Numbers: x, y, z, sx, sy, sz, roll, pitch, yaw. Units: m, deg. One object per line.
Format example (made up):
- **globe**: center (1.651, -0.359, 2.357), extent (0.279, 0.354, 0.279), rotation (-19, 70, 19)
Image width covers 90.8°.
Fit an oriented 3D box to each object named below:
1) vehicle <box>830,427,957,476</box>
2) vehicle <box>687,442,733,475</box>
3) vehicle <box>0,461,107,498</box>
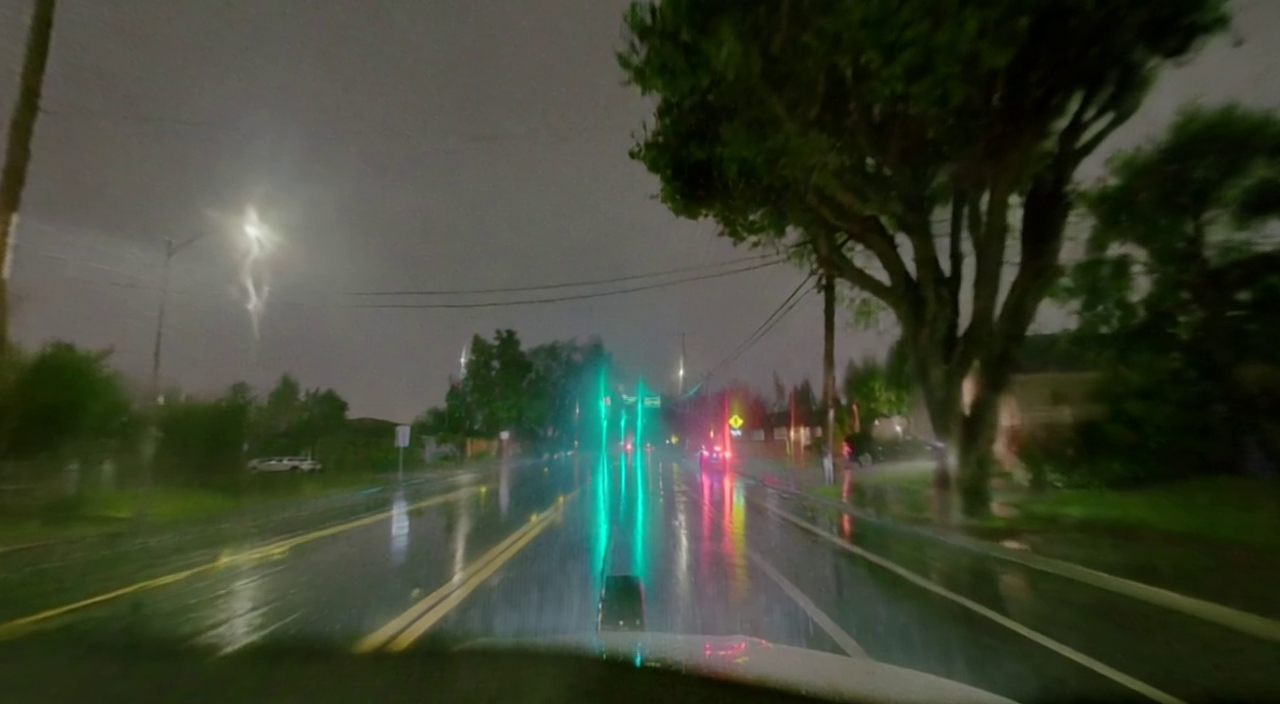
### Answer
- **vehicle**: center (10.184, 4.017, 25.499), extent (4.434, 1.730, 2.081), rotation (-6, -10, 23)
- **vehicle**: center (3.809, 5.899, 35.190), extent (1.900, 1.661, 4.346), rotation (0, -9, -2)
- **vehicle**: center (-35.524, 7.624, 38.113), extent (1.986, 1.854, 5.454), rotation (-1, -8, -1)
